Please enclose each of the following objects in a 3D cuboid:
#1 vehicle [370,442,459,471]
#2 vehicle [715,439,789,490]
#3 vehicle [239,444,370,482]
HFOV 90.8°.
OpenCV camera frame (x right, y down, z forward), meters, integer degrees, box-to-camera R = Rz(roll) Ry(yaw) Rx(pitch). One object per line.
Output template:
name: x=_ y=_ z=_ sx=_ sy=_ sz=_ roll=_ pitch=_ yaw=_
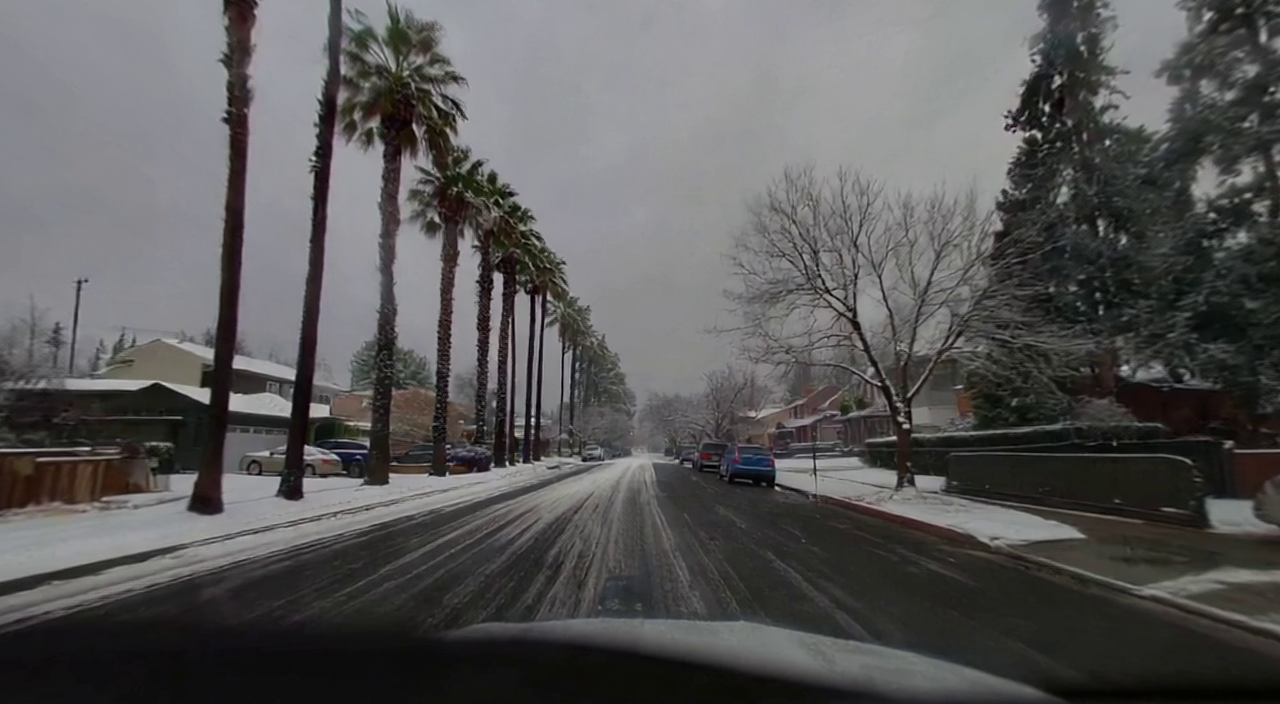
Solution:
vehicle: x=-13.234 y=6.155 z=37.317 sx=4.448 sy=1.679 sz=1.972 roll=0 pitch=-9 yaw=2
vehicle: x=4.217 y=4.306 z=24.613 sx=1.971 sy=1.663 sz=5.076 roll=2 pitch=-9 yaw=1
vehicle: x=-13.529 y=4.476 z=25.647 sx=4.250 sy=1.469 sz=1.817 roll=0 pitch=-9 yaw=3
